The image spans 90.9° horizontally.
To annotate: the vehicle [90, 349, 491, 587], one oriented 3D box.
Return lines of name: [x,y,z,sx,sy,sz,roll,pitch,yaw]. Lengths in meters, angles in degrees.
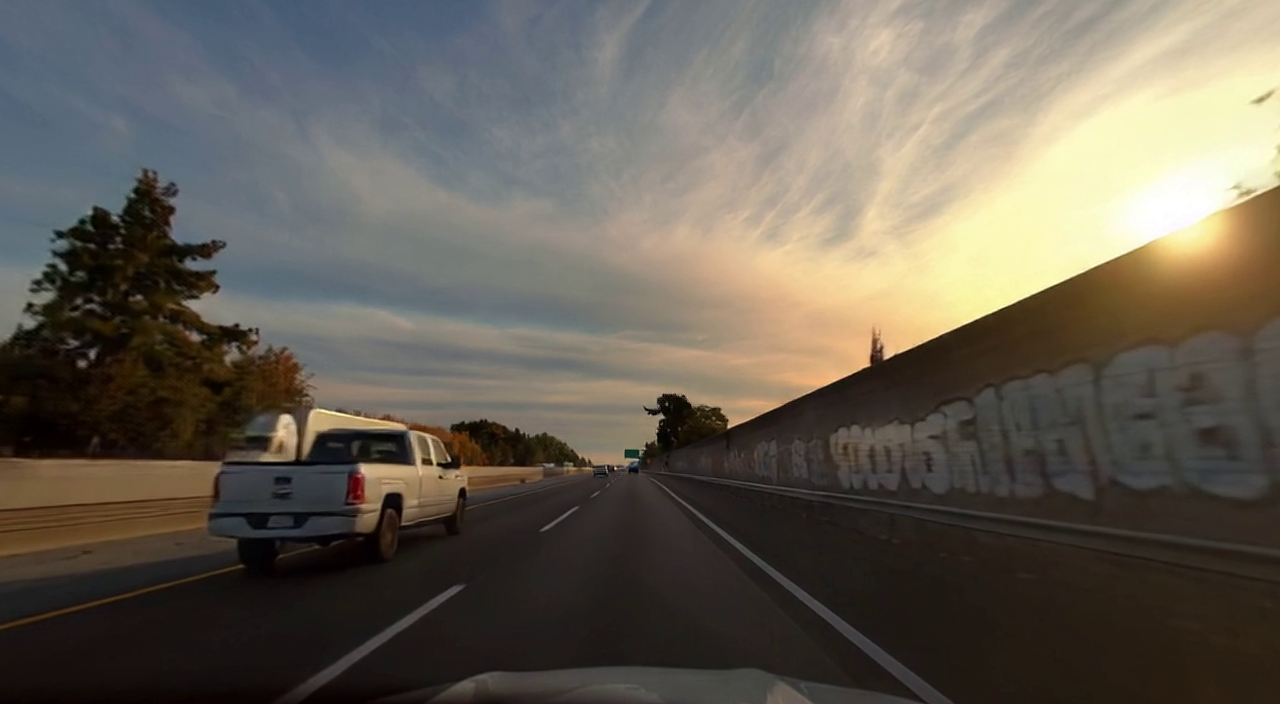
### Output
vehicle: [-4.319,1.730,9.608,2.597,2.434,6.020,1,-11,0]
